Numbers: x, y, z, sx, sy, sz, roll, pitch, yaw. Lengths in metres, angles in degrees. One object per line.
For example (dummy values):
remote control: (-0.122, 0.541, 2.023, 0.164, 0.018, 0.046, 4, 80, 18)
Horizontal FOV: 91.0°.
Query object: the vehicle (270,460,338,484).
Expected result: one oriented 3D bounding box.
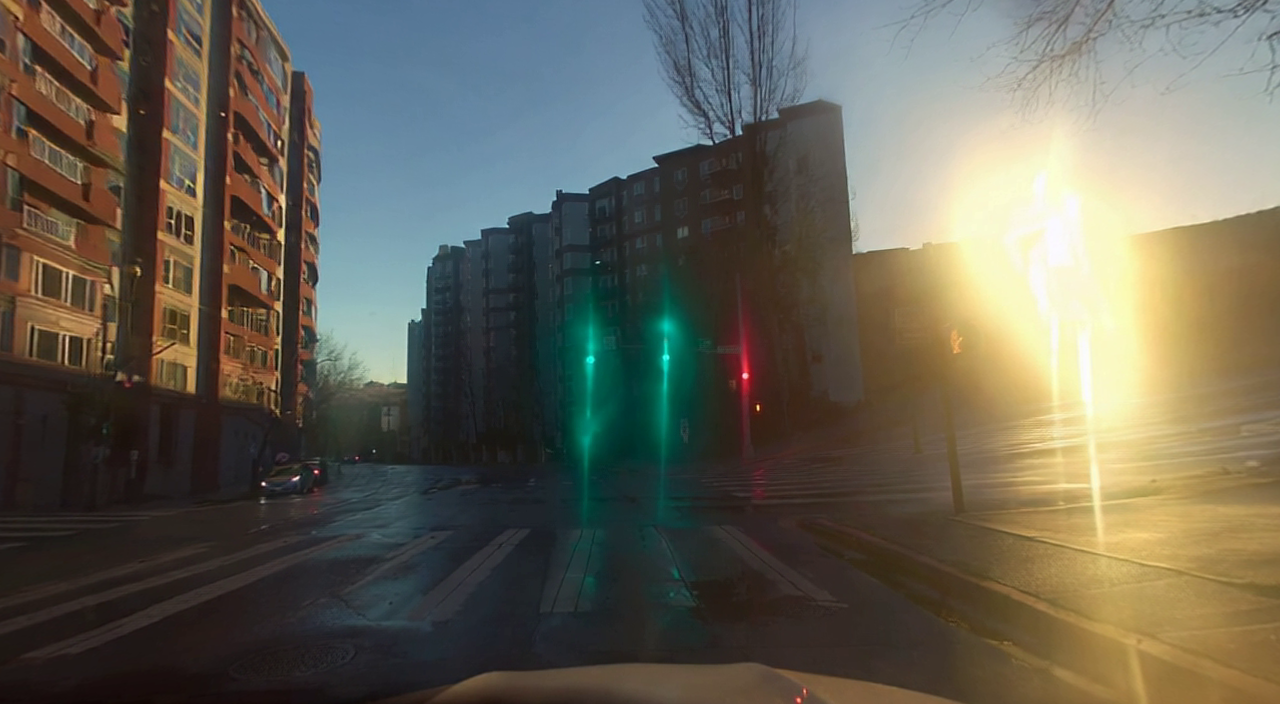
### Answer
vehicle: (-24.650, 8.797, 46.271, 3.882, 1.600, 1.768, 0, -9, 2)
